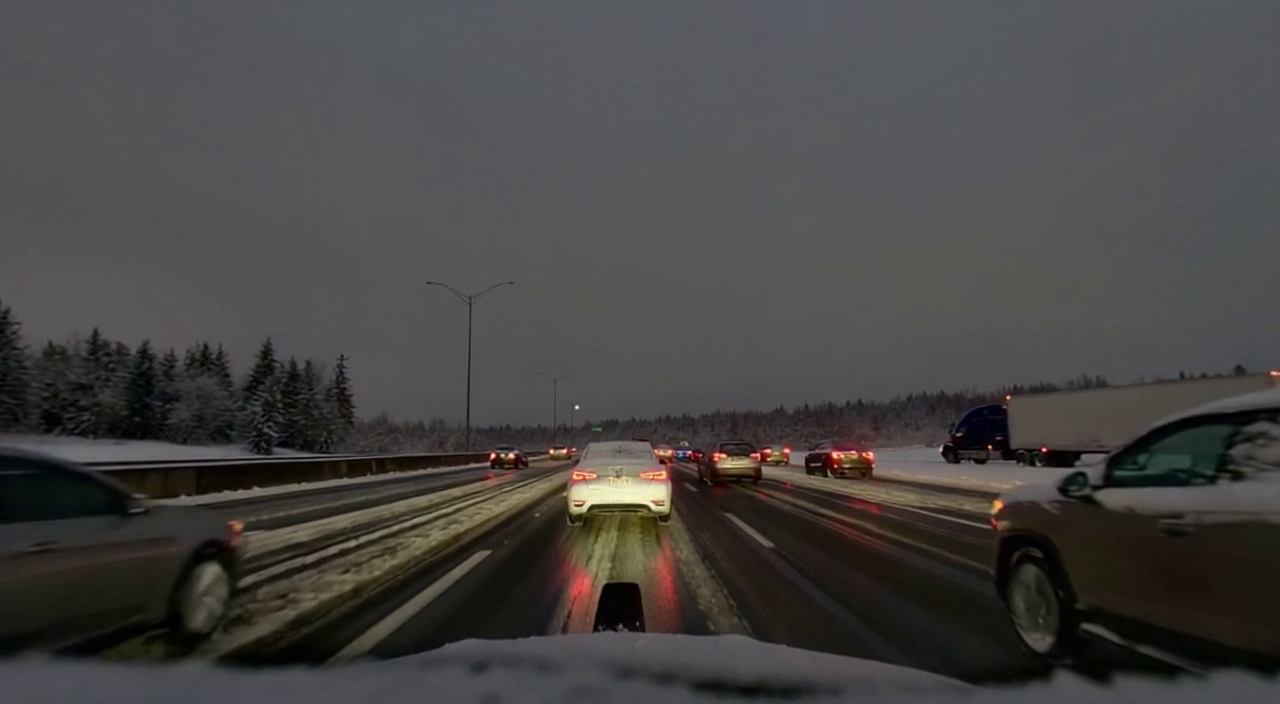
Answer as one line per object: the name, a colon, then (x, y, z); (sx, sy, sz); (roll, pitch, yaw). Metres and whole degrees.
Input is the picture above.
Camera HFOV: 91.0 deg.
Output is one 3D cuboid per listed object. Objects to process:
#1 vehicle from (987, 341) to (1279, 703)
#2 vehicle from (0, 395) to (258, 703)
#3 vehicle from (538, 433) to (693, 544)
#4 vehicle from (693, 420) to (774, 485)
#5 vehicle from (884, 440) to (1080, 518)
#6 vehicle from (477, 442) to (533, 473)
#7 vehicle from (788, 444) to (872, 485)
vehicle: (3.593, 0.803, 2.510); (2.053, 1.666, 4.106); (0, -9, 0)
vehicle: (-3.763, 0.897, 2.315); (1.926, 1.542, 4.329); (0, -9, 1)
vehicle: (-0.322, 2.192, 10.746); (2.132, 1.499, 4.038); (0, -9, 0)
vehicle: (3.607, 4.033, 25.387); (2.440, 2.313, 5.266); (0, -9, 0)
vehicle: (7.623, 2.848, 14.705); (2.021, 1.505, 4.480); (0, -9, -1)
vehicle: (-7.341, 5.809, 34.738); (2.010, 1.557, 4.449); (0, -9, 1)
vehicle: (7.433, 4.422, 25.094); (1.942, 1.482, 4.250); (0, -9, -1)
